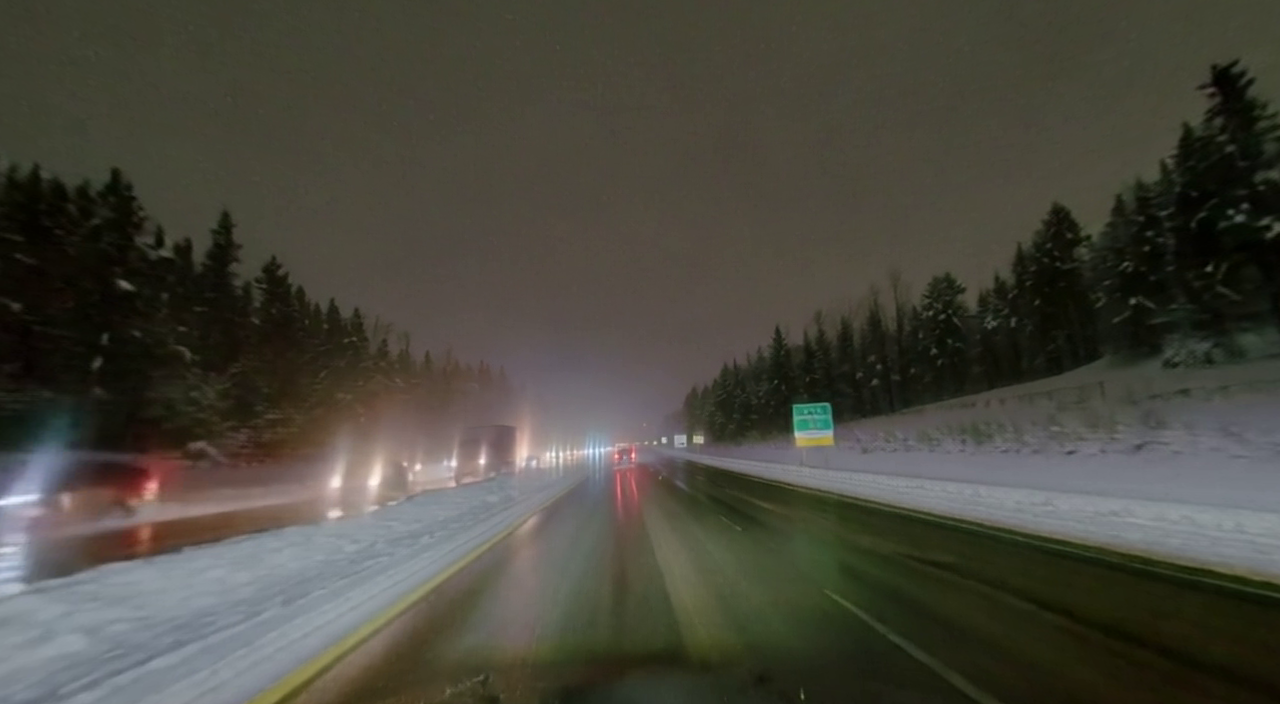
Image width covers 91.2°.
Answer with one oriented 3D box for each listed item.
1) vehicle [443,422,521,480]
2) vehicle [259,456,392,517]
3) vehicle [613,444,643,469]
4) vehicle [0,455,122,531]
[{"bbox_3d":[-9.683,6.187,39.350,2.789,3.216,7.867,0,-9,0],"label":"vehicle"},{"bbox_3d":[-8.887,3.790,18.131,1.852,1.487,3.890,0,-9,-1],"label":"vehicle"},{"bbox_3d":[-0.869,7.607,45.862,2.098,1.692,4.038,0,-9,-1],"label":"vehicle"},{"bbox_3d":[-14.303,3.165,14.315,1.808,1.545,3.611,0,-9,-1],"label":"vehicle"}]
